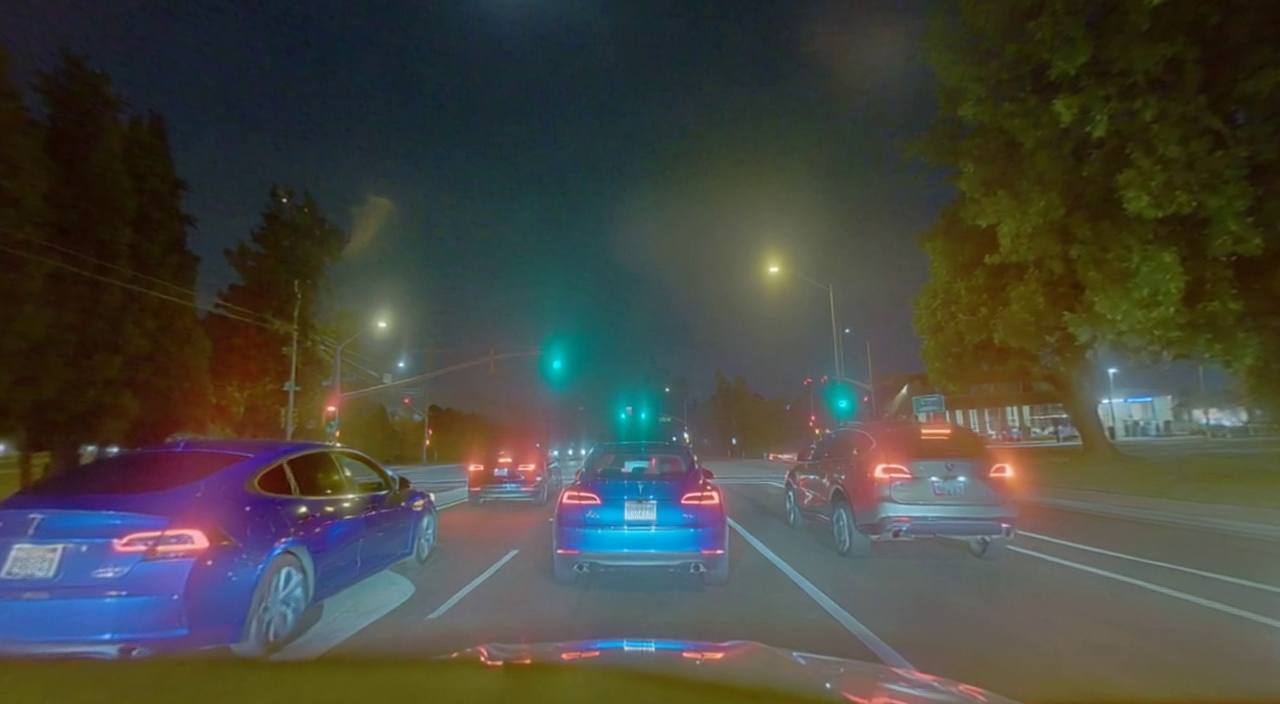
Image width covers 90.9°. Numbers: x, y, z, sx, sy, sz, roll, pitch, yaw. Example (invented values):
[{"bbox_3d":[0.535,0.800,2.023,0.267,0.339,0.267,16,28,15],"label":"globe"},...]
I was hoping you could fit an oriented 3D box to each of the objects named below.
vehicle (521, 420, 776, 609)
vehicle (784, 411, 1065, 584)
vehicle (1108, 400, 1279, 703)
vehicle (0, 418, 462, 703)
[{"bbox_3d":[0.062,1.688,7.495,2.144,1.563,4.218,0,-8,0],"label":"vehicle"},{"bbox_3d":[3.393,1.775,8.552,1.938,1.732,4.006,1,-8,0],"label":"vehicle"},{"bbox_3d":[3.296,0.702,0.726,1.951,1.522,4.614,0,-9,0],"label":"vehicle"},{"bbox_3d":[-3.083,1.367,4.992,2.015,1.478,4.407,0,-8,1],"label":"vehicle"}]
